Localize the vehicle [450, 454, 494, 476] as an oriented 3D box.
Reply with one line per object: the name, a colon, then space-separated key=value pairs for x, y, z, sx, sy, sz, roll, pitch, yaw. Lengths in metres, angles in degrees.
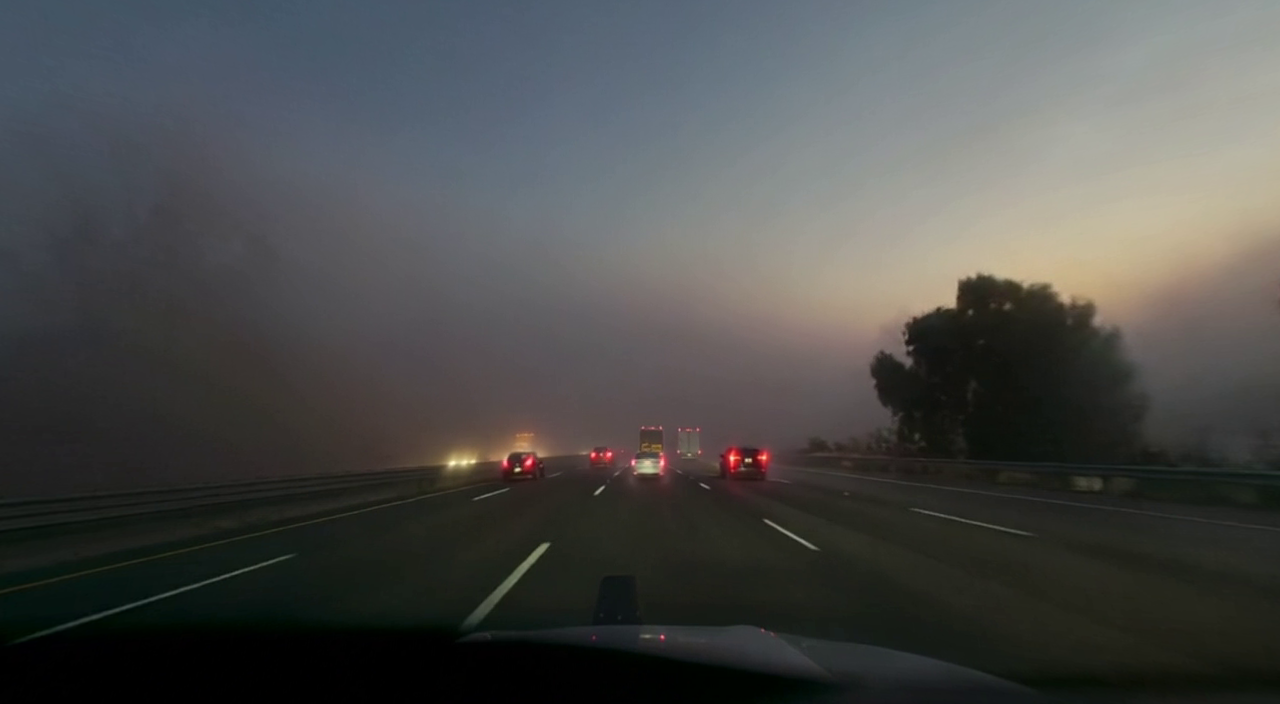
vehicle: x=-12.452 y=8.360 z=46.725 sx=1.923 sy=1.488 sz=4.501 roll=0 pitch=-9 yaw=1

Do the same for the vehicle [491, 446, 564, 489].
vehicle: x=-4.223 y=4.420 z=24.275 sx=1.967 sy=1.473 sz=4.439 roll=0 pitch=-9 yaw=1

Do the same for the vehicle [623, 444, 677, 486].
vehicle: x=0.367 y=4.543 z=25.456 sx=2.015 sy=1.526 sz=4.286 roll=0 pitch=-9 yaw=0

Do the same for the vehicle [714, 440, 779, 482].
vehicle: x=4.477 y=4.666 z=27.016 sx=2.018 sy=1.639 sz=4.149 roll=0 pitch=-9 yaw=-1

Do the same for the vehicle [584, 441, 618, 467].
vehicle: x=-2.996 y=8.018 z=49.330 sx=2.230 sy=1.973 sz=4.403 roll=-1 pitch=-9 yaw=2
